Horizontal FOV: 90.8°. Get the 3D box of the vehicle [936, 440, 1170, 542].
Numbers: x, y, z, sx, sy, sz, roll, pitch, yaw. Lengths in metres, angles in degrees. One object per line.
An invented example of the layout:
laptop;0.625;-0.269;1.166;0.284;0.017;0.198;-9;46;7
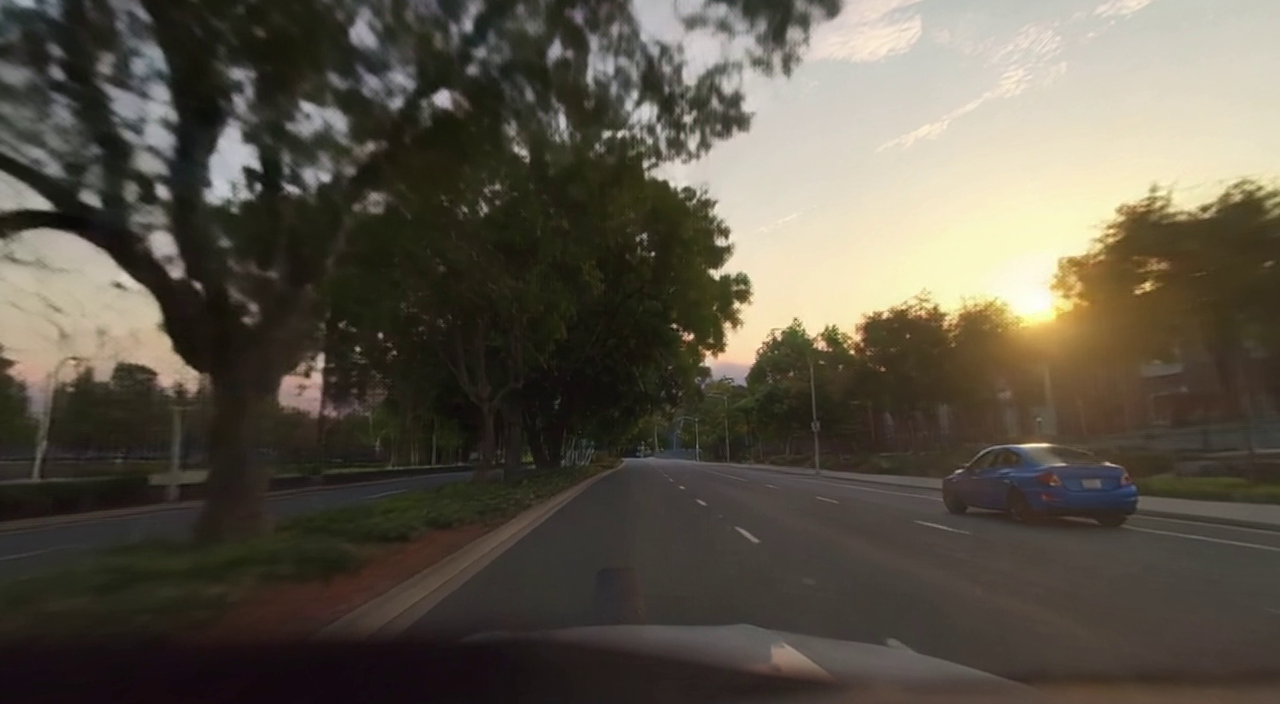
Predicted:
vehicle;7.128;2.384;11.414;1.797;1.518;3.433;0;-9;-1
